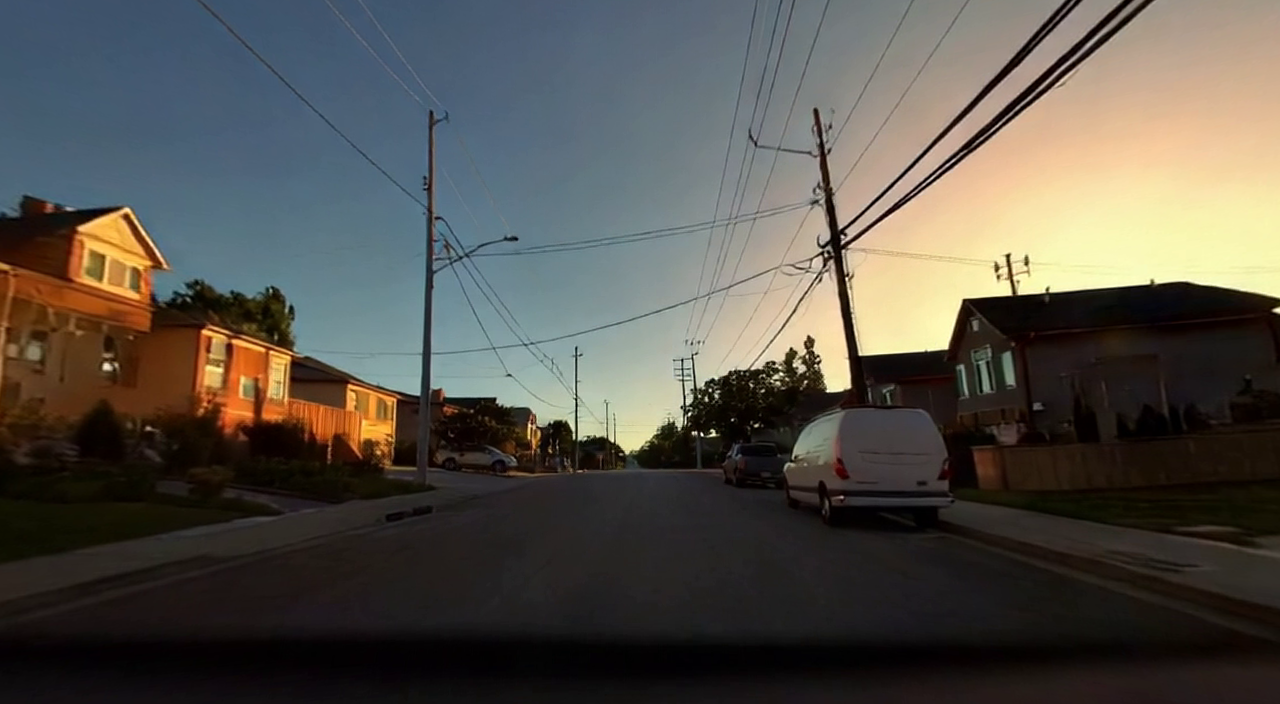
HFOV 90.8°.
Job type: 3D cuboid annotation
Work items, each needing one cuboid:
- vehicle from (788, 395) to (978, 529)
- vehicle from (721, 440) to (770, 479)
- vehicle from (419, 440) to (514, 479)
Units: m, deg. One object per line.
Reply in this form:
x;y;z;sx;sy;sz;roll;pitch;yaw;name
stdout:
4.562;2.159;12.775;2.343;2.229;4.199;0;-9;4;vehicle
5.192;5.344;31.580;1.961;1.777;4.189;0;-9;3;vehicle
-7.725;4.802;28.363;3.684;1.628;1.792;0;-8;3;vehicle
